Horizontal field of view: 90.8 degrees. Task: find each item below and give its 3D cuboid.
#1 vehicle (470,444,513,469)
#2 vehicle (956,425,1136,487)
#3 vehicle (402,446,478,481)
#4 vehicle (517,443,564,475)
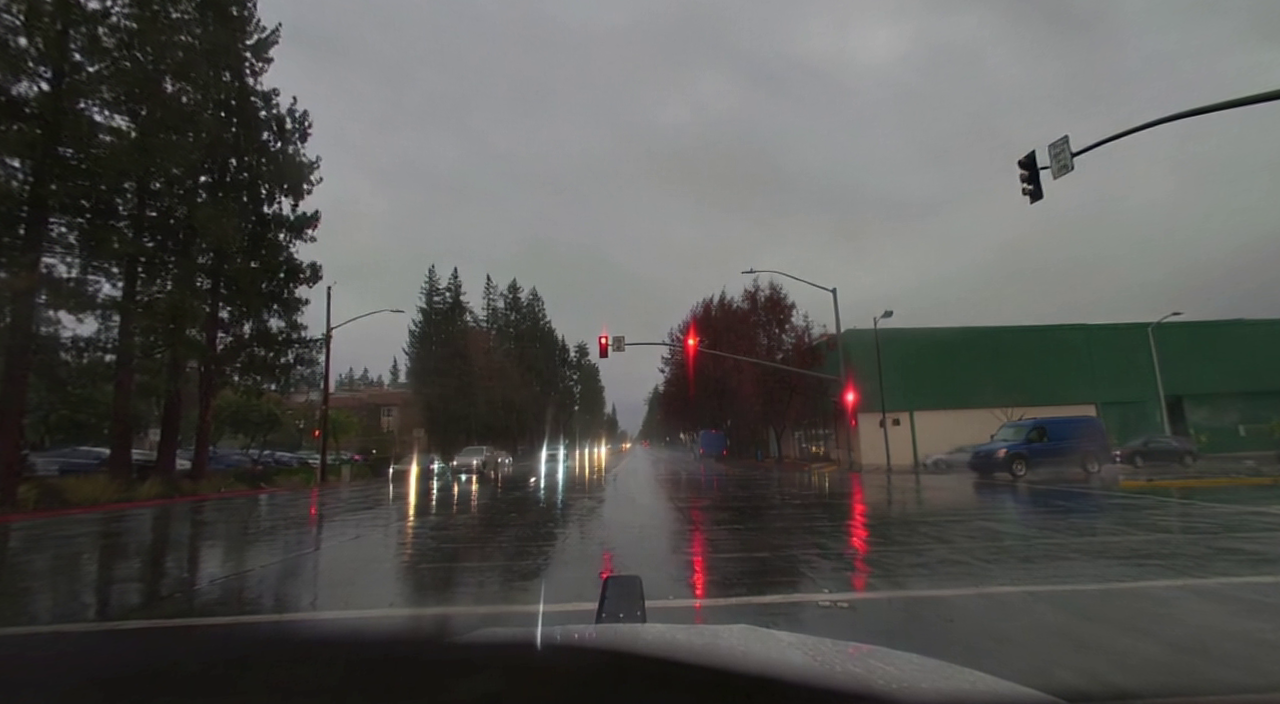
[{"bbox_3d":[-9.022,6.374,38.752,1.779,1.460,4.463,0,-9,-3],"label":"vehicle"},{"bbox_3d":[14.839,3.760,23.120,5.910,2.046,2.228,3,-9,-19],"label":"vehicle"},{"bbox_3d":[-9.012,5.037,28.886,2.024,1.460,4.381,0,-9,0],"label":"vehicle"},{"bbox_3d":[-4.794,5.186,30.887,1.846,1.416,4.228,0,-9,-3],"label":"vehicle"}]
